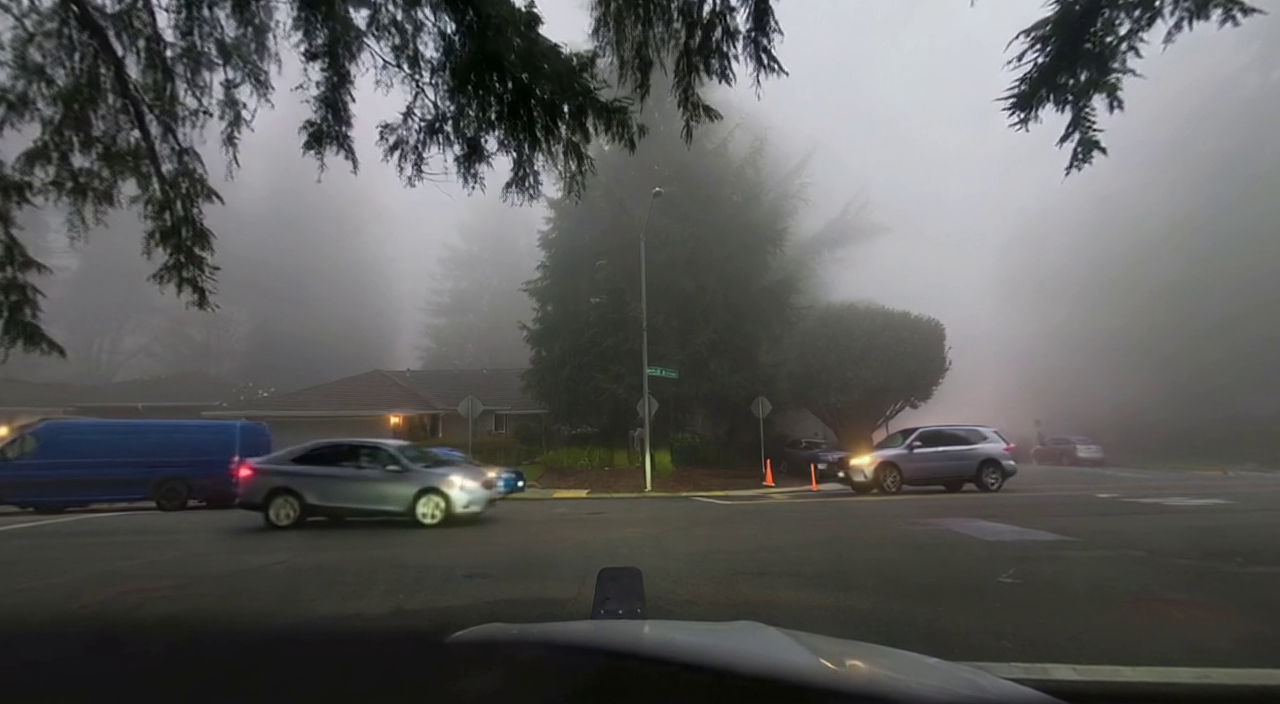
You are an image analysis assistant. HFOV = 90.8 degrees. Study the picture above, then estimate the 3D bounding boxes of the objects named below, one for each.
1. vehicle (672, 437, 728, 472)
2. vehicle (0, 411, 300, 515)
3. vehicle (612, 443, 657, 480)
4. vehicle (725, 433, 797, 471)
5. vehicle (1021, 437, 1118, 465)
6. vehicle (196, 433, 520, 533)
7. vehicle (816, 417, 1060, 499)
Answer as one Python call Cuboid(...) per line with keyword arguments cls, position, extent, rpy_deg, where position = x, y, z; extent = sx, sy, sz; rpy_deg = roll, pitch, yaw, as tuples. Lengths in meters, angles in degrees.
Cuboid(cls="vehicle", position=(2.608, 4.575, 28.385), extent=(1.745, 1.461, 4.074), rpy_deg=(1, -9, -5))
Cuboid(cls="vehicle", position=(-14.133, 3.090, 17.387), extent=(7.824, 2.323, 2.863), rpy_deg=(-2, -10, -3))
Cuboid(cls="vehicle", position=(-0.304, 4.783, 27.865), extent=(1.648, 1.430, 3.654), rpy_deg=(4, -8, -4))
Cuboid(cls="vehicle", position=(5.327, 4.492, 28.426), extent=(2.007, 1.555, 4.204), rpy_deg=(1, -9, -7))
Cuboid(cls="vehicle", position=(22.717, 5.240, 33.485), extent=(3.863, 1.453, 1.826), rpy_deg=(1, -8, -4))
Cuboid(cls="vehicle", position=(-4.651, 2.231, 11.117), extent=(4.684, 1.556, 2.087), rpy_deg=(0, -8, -2))
Cuboid(cls="vehicle", position=(7.257, 2.619, 15.753), extent=(5.047, 1.851, 2.103), rpy_deg=(1, -9, -6))
